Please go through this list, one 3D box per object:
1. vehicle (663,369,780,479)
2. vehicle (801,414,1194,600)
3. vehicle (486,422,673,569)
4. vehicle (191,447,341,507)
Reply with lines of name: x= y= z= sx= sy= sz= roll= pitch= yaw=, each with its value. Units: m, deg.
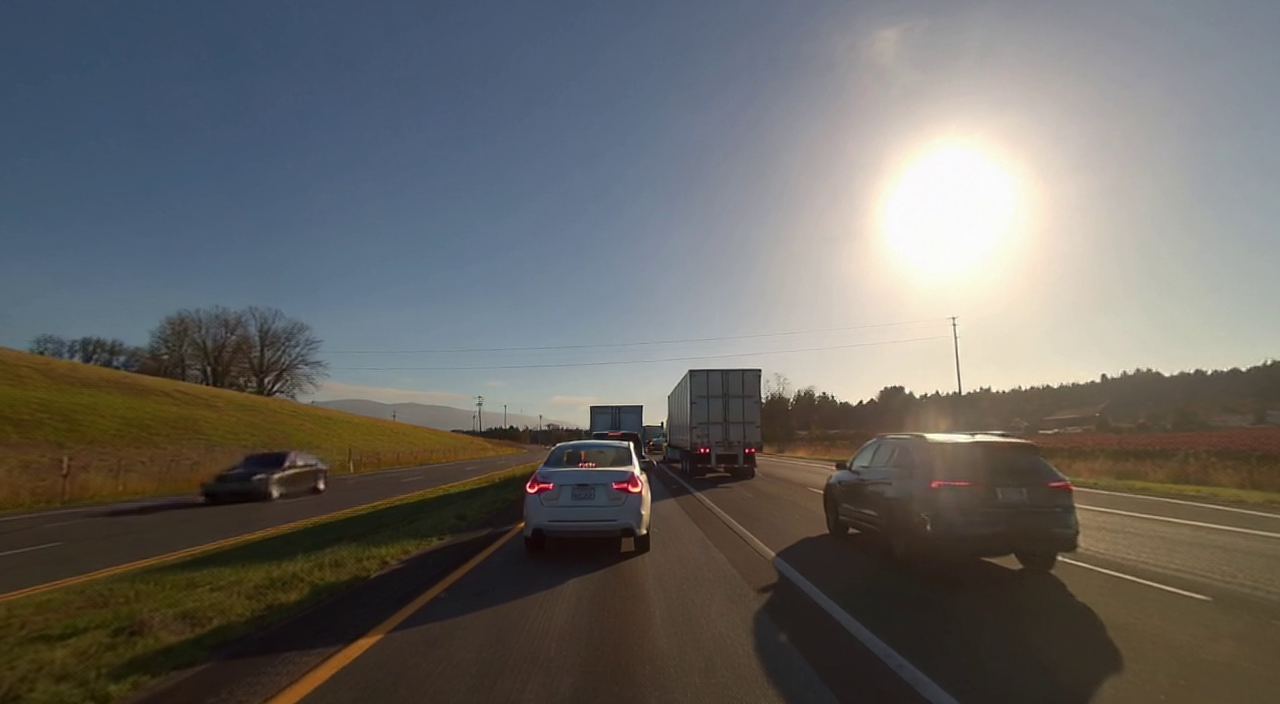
vehicle: x=3.501 y=3.989 z=33.139 sx=3.591 sy=4.290 sz=16.696 roll=0 pitch=-8 yaw=-1
vehicle: x=3.576 y=1.627 z=7.622 sx=1.960 sy=1.515 sz=4.713 roll=0 pitch=-8 yaw=0
vehicle: x=-0.706 y=1.842 z=8.854 sx=2.009 sy=1.554 sz=4.013 roll=0 pitch=-8 yaw=-2
vehicle: x=-11.450 y=3.799 z=19.697 sx=2.029 sy=1.617 sz=4.260 roll=0 pitch=-8 yaw=1
